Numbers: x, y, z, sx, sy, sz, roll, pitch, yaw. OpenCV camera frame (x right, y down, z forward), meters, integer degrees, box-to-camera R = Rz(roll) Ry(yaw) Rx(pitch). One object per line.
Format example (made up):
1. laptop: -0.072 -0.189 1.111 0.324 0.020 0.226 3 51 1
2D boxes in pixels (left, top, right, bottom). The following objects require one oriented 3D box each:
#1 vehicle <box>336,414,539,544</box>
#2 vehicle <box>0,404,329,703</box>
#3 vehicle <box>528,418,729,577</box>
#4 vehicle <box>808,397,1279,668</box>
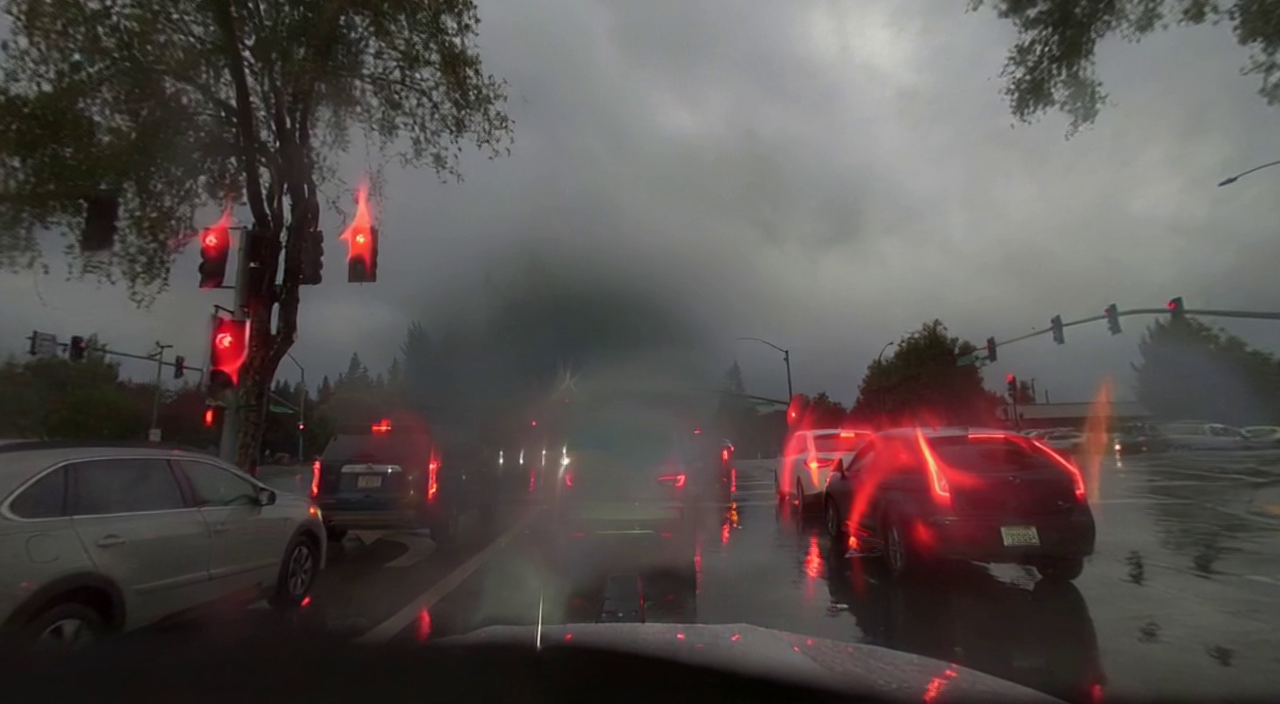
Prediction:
1. vehicle: -3.207 2.117 11.163 2.048 1.805 4.405 0 -8 1
2. vehicle: -3.340 0.950 2.372 1.863 1.495 4.667 0 -8 2
3. vehicle: -0.089 1.804 8.557 2.106 1.655 3.717 0 -8 1
4. vehicle: 3.249 1.443 6.198 2.006 1.659 4.462 0 -8 1
